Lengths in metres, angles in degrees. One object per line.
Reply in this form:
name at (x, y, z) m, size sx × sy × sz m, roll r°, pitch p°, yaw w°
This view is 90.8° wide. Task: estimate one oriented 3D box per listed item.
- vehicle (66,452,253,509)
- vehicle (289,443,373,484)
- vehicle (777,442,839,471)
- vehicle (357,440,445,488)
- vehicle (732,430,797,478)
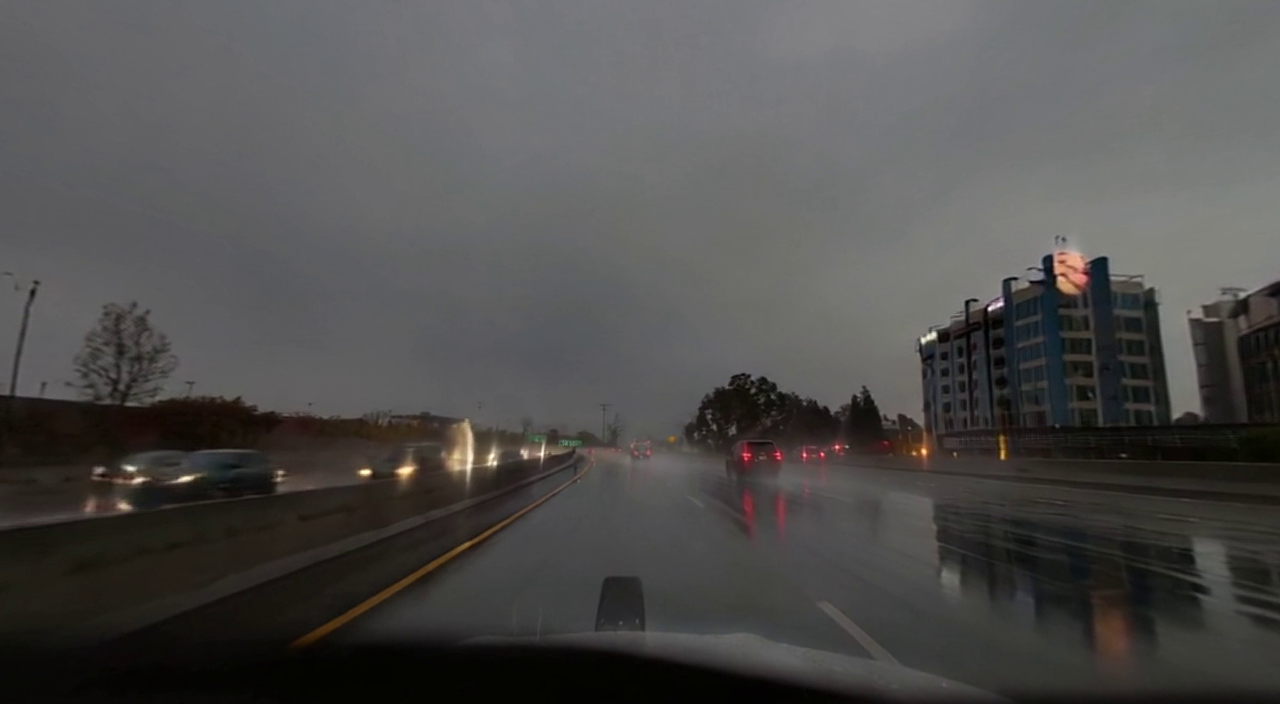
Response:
vehicle at (-13.598, 3.619, 18.337) m, size 1.975 × 1.377 × 4.491 m, roll 0°, pitch -9°, yaw -1°
vehicle at (-14.868, 5.370, 30.759) m, size 1.703 × 1.767 × 4.921 m, roll 0°, pitch -9°, yaw -1°
vehicle at (9.423, 5.888, 35.895) m, size 1.981 × 1.508 × 4.768 m, roll 0°, pitch -9°, yaw -3°
vehicle at (-10.031, 4.735, 26.936) m, size 2.122 × 1.824 × 4.603 m, roll 1°, pitch -9°, yaw -3°
vehicle at (6.021, 4.999, 31.240) m, size 2.043 × 2.154 × 4.731 m, roll 0°, pitch -9°, yaw -3°
